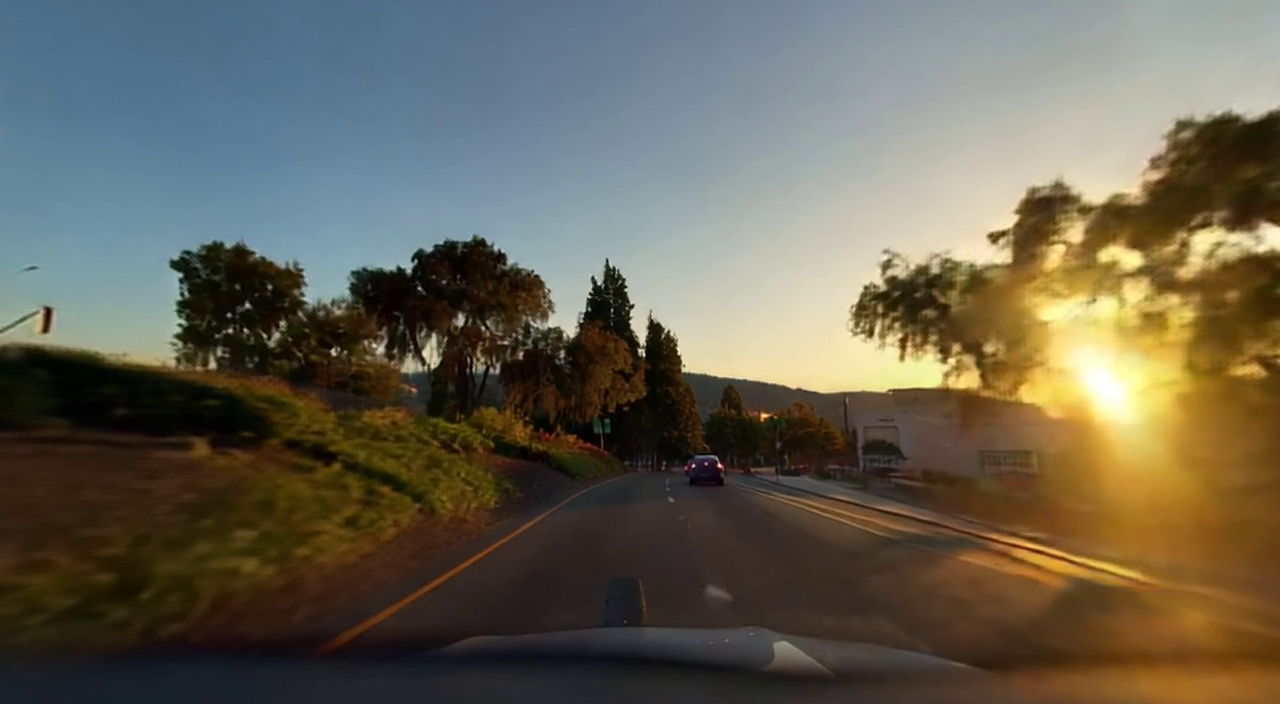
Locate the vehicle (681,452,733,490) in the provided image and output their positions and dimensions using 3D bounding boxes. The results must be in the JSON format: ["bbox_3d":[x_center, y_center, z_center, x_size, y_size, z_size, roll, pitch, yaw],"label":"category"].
[{"bbox_3d":[2.870,5.213,27.960,1.956,1.473,4.640,0,-8,2],"label":"vehicle"}]
